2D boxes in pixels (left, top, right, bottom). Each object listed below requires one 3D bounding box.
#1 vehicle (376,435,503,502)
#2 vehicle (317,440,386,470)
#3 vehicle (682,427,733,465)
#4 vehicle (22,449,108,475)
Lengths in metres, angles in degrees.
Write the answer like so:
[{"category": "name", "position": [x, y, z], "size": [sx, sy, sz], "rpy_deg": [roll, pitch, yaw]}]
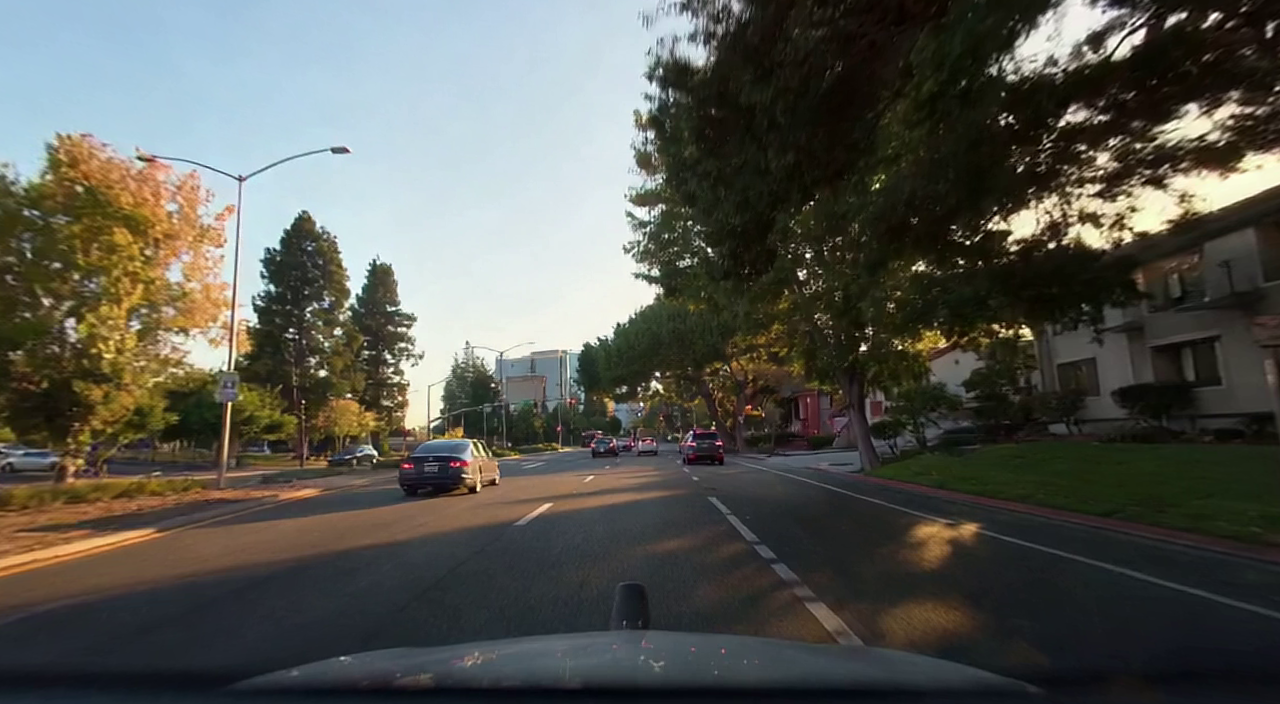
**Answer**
[{"category": "vehicle", "position": [-4.956, 2.917, 16.268], "size": [1.926, 1.465, 4.620], "rpy_deg": [0, -8, -2]}, {"category": "vehicle", "position": [-17.697, 6.330, 38.740], "size": [2.085, 1.700, 4.498], "rpy_deg": [0, -8, 1]}, {"category": "vehicle", "position": [3.468, 4.964, 33.206], "size": [2.141, 1.833, 4.704], "rpy_deg": [0, -8, -1]}, {"category": "vehicle", "position": [-38.811, 7.395, 42.528], "size": [1.832, 1.642, 4.246], "rpy_deg": [0, -8, -1]}]
